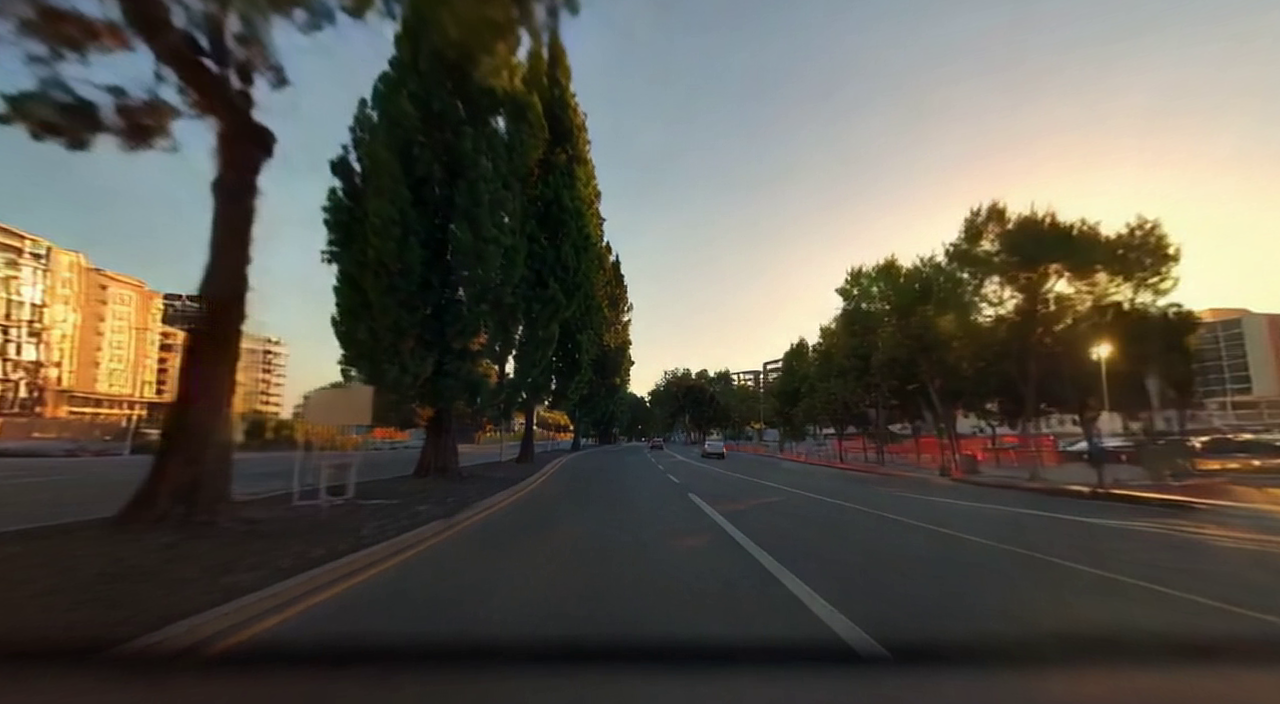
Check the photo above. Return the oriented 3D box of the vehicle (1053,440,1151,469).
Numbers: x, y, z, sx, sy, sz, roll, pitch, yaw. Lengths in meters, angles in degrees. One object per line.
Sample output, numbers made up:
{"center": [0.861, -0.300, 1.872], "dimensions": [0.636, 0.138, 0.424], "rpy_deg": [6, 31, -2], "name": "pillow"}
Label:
{"center": [32.753, 7.241, 45.112], "dimensions": [2.283, 1.875, 6.308], "rpy_deg": [-1, -7, 0], "name": "vehicle"}
